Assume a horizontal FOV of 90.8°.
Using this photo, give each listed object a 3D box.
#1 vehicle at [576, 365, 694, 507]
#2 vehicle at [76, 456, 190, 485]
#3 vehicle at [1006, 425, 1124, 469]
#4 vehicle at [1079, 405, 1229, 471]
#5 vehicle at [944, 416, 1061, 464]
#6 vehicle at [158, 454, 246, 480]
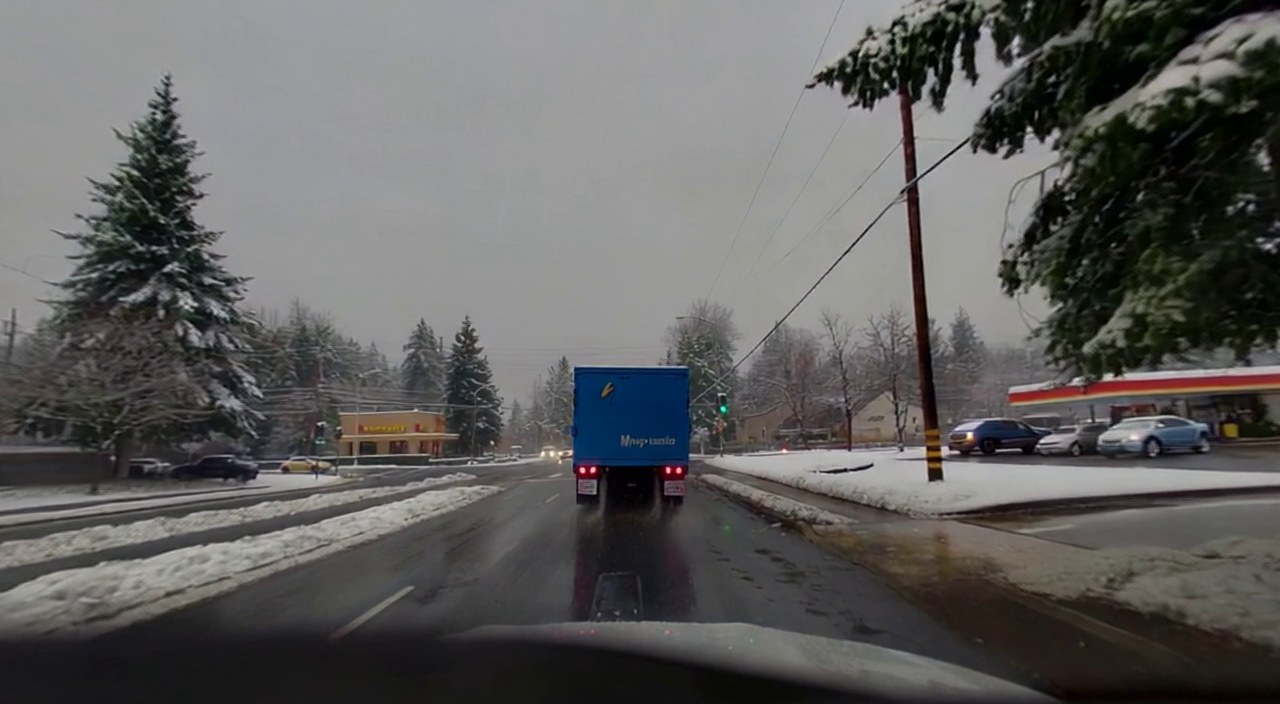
[{"bbox_3d":[-0.088,2.161,16.363,2.463,2.954,5.938,1,-8,0],"label":"vehicle"},{"bbox_3d":[-27.639,6.466,34.659,4.493,1.453,1.912,4,-9,-27],"label":"vehicle"},{"bbox_3d":[15.266,3.385,22.649,4.105,1.433,1.931,5,-10,-33],"label":"vehicle"},{"bbox_3d":[15.756,2.618,19.323,4.472,1.730,1.939,2,-10,-31],"label":"vehicle"},{"bbox_3d":[15.974,3.885,27.780,5.078,1.937,2.326,6,-10,-34],"label":"vehicle"},{"bbox_3d":[-27.994,7.337,40.549,4.303,1.567,2.021,5,-10,-28],"label":"vehicle"}]
